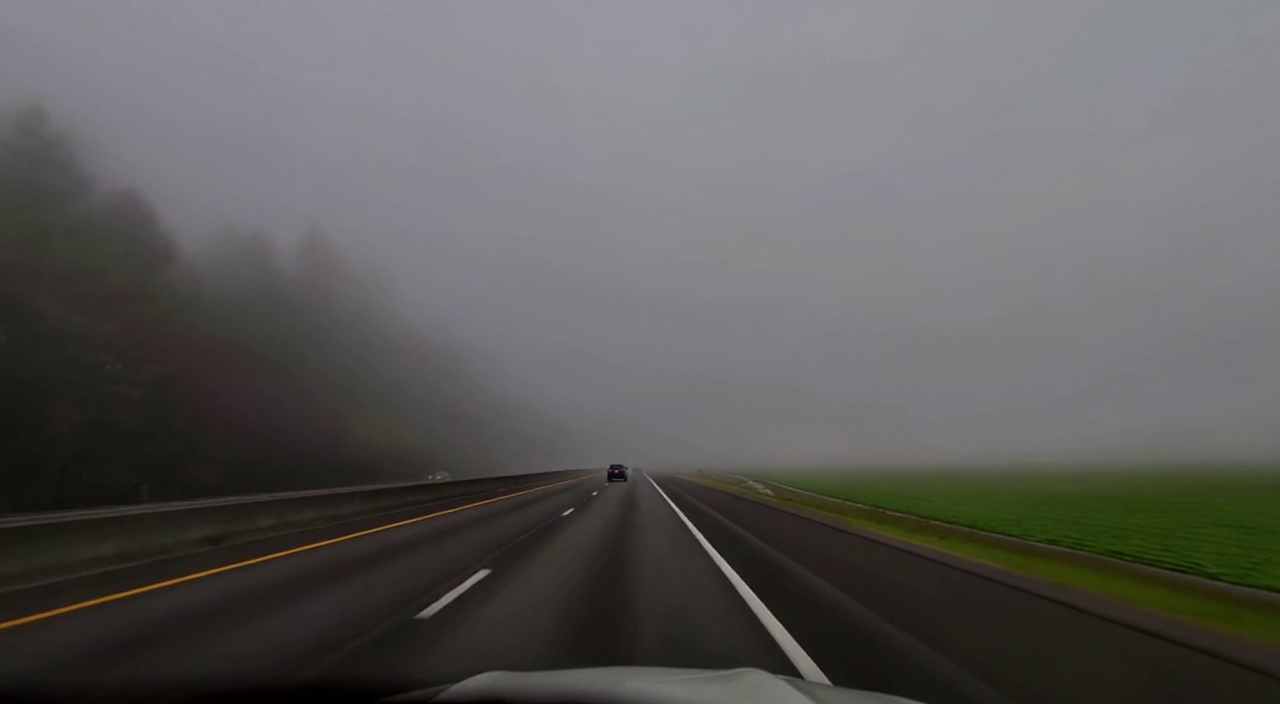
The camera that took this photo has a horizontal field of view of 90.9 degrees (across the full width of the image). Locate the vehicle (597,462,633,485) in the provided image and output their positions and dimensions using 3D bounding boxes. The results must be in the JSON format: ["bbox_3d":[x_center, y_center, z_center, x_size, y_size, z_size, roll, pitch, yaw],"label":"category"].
[{"bbox_3d":[-1.600,8.154,42.440,2.183,1.435,4.653,1,-10,0],"label":"vehicle"}]
